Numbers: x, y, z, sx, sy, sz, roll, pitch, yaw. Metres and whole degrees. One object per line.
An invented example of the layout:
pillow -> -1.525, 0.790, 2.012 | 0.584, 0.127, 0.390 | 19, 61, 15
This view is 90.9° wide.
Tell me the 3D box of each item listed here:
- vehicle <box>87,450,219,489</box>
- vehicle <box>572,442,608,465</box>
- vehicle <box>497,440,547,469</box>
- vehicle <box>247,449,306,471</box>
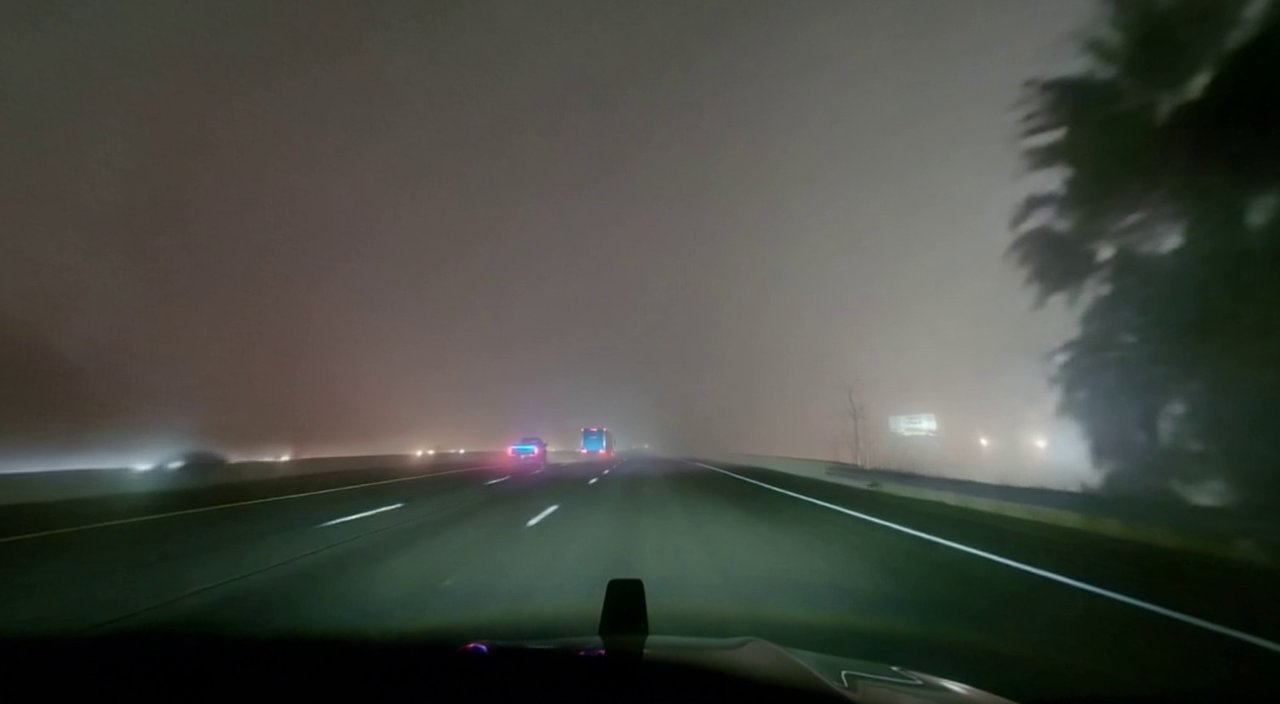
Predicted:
vehicle -> -20.023, 4.809, 26.187 | 2.009, 1.430, 4.228 | 0, -8, 2
vehicle -> -3.557, 7.298, 45.504 | 2.184, 1.554, 4.350 | 0, -8, 1
vehicle -> -7.057, 6.166, 38.104 | 2.075, 1.646, 4.405 | 0, -8, 1
vehicle -> -27.143, 8.065, 47.238 | 1.874, 1.453, 4.230 | 0, -8, 1
